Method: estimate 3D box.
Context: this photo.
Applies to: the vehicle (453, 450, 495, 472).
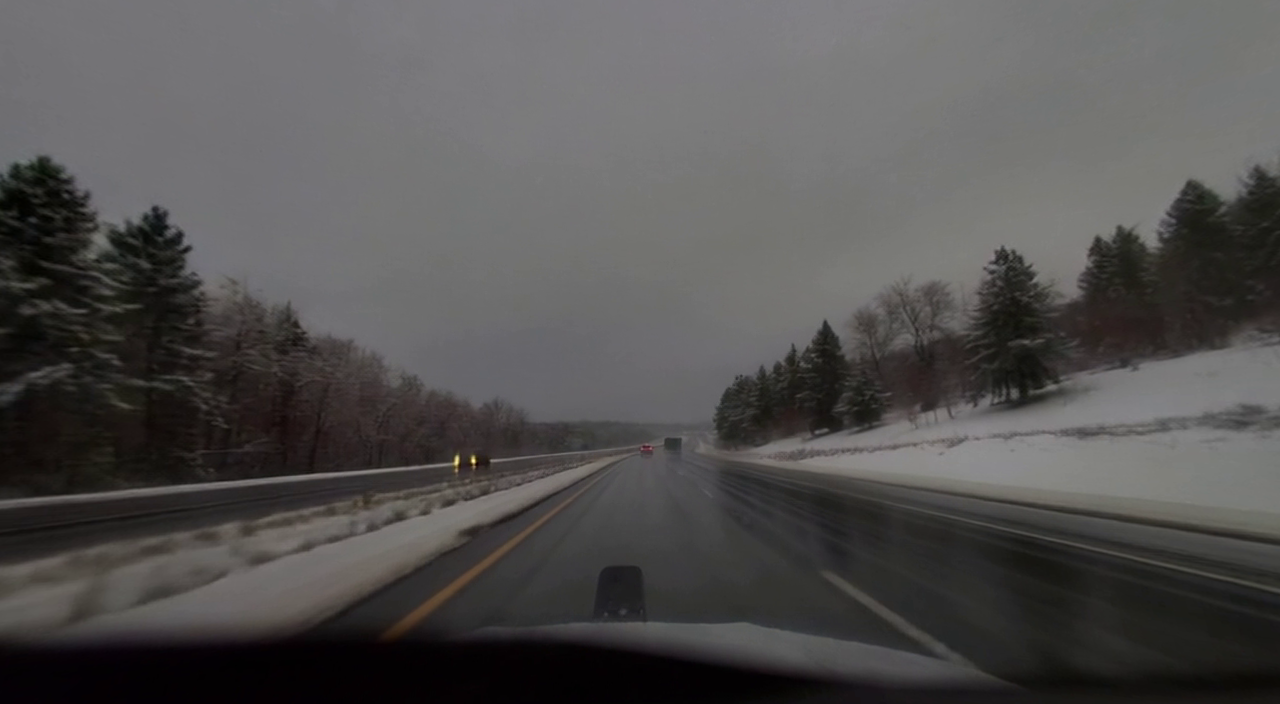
[{"bbox_3d":[-12.816,8.406,48.956,1.993,1.537,4.613,-2,-9,1],"label":"vehicle"}]
